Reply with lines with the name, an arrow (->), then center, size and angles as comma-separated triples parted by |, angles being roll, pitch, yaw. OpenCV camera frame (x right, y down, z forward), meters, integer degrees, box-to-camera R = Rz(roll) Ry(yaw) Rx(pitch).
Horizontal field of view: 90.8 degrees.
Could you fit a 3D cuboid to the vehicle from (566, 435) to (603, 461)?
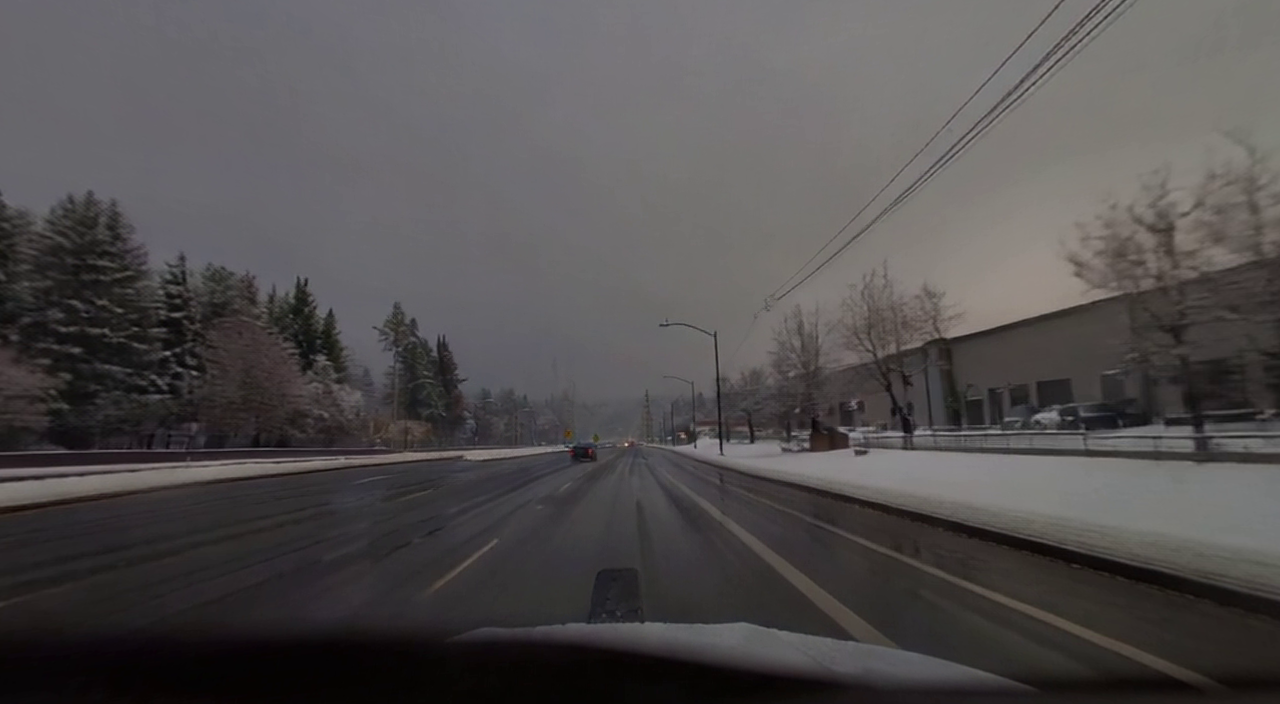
vehicle -> -3.692, 6.485, 42.815 | 2.121, 1.654, 3.993 | 0, -8, 0
